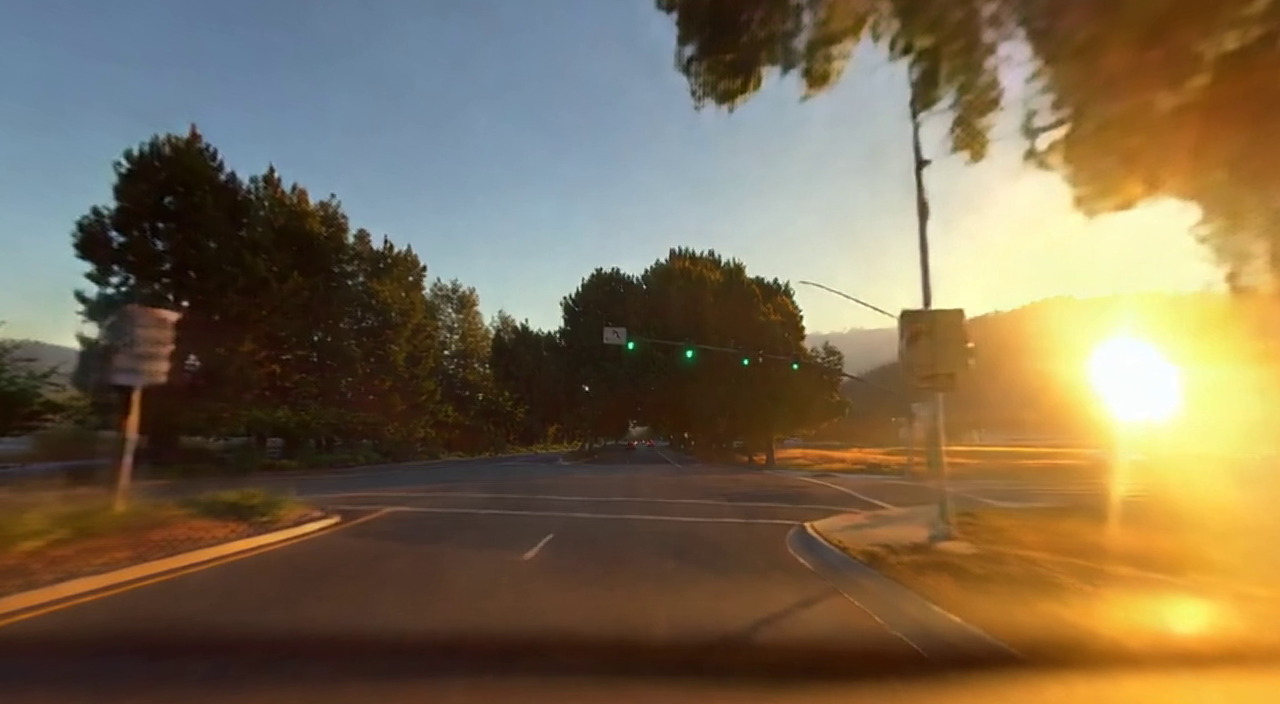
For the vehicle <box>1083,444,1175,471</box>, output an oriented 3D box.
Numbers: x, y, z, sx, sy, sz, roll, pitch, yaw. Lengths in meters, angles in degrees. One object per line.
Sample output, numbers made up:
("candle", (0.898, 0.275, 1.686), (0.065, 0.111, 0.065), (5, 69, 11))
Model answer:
("vehicle", (28.366, 6.098, 36.759), (1.783, 1.461, 4.311), (0, -8, -2))
